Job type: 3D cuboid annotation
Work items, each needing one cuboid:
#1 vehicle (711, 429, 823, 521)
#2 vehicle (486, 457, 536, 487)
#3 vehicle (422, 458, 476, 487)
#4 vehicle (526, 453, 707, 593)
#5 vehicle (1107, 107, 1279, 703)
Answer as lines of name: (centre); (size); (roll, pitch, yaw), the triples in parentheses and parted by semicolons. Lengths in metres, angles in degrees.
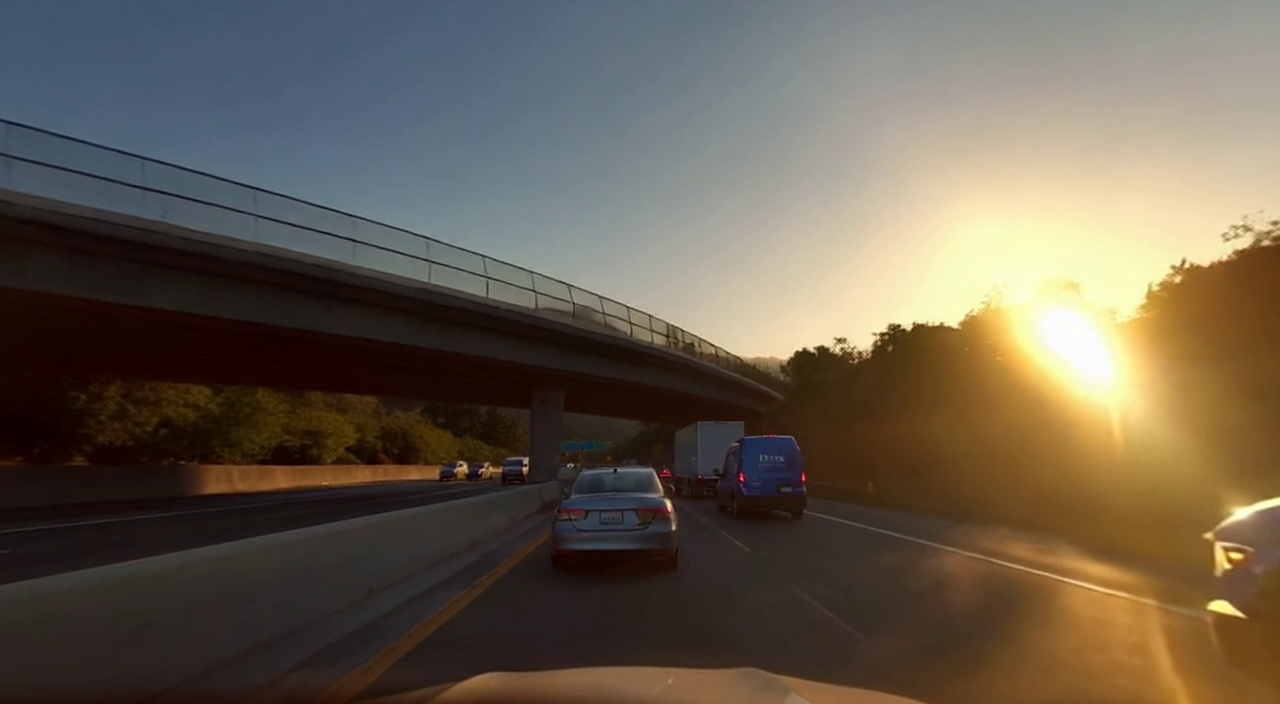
vehicle: (3.876, 3.961, 20.481); (2.328, 2.537, 5.290); (1, -11, -2)
vehicle: (-7.465, 7.018, 36.930); (2.069, 1.628, 4.479); (1, -11, -1)
vehicle: (-10.850, 6.915, 36.153); (1.872, 1.510, 4.266); (1, -11, -2)
vehicle: (-0.290, 2.209, 8.692); (1.980, 1.493, 3.410); (1, -11, -1)
vehicle: (5.540, -0.290, 0.608); (2.890, 3.726, 9.269); (1, -11, 0)
